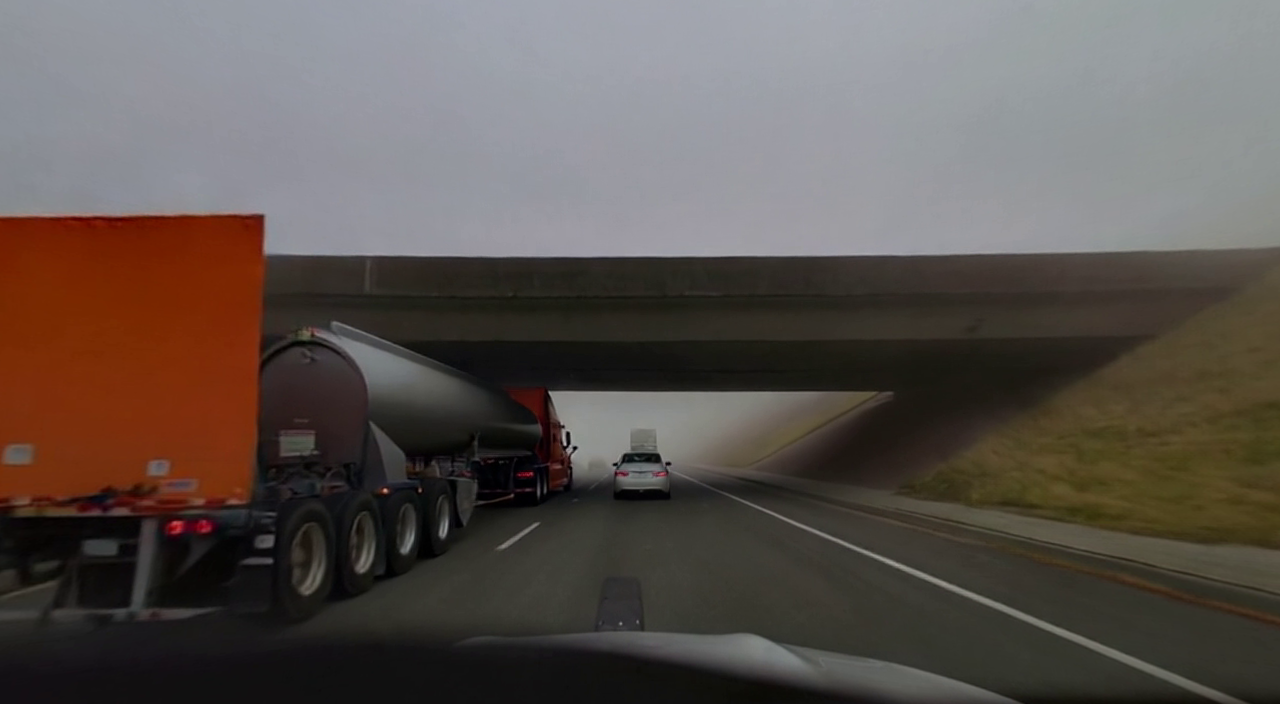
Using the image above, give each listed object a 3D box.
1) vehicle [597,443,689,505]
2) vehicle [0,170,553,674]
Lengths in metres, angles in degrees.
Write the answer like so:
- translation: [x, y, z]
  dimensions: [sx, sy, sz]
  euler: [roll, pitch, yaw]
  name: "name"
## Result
- translation: [0.064, 3.287, 17.476]
  dimensions: [2.215, 1.481, 4.246]
  euler: [0, -9, 0]
  name: "vehicle"
- translation: [-4.035, 1.476, 11.738]
  dimensions: [2.896, 3.563, 14.643]
  euler: [0, -8, 0]
  name: "vehicle"
